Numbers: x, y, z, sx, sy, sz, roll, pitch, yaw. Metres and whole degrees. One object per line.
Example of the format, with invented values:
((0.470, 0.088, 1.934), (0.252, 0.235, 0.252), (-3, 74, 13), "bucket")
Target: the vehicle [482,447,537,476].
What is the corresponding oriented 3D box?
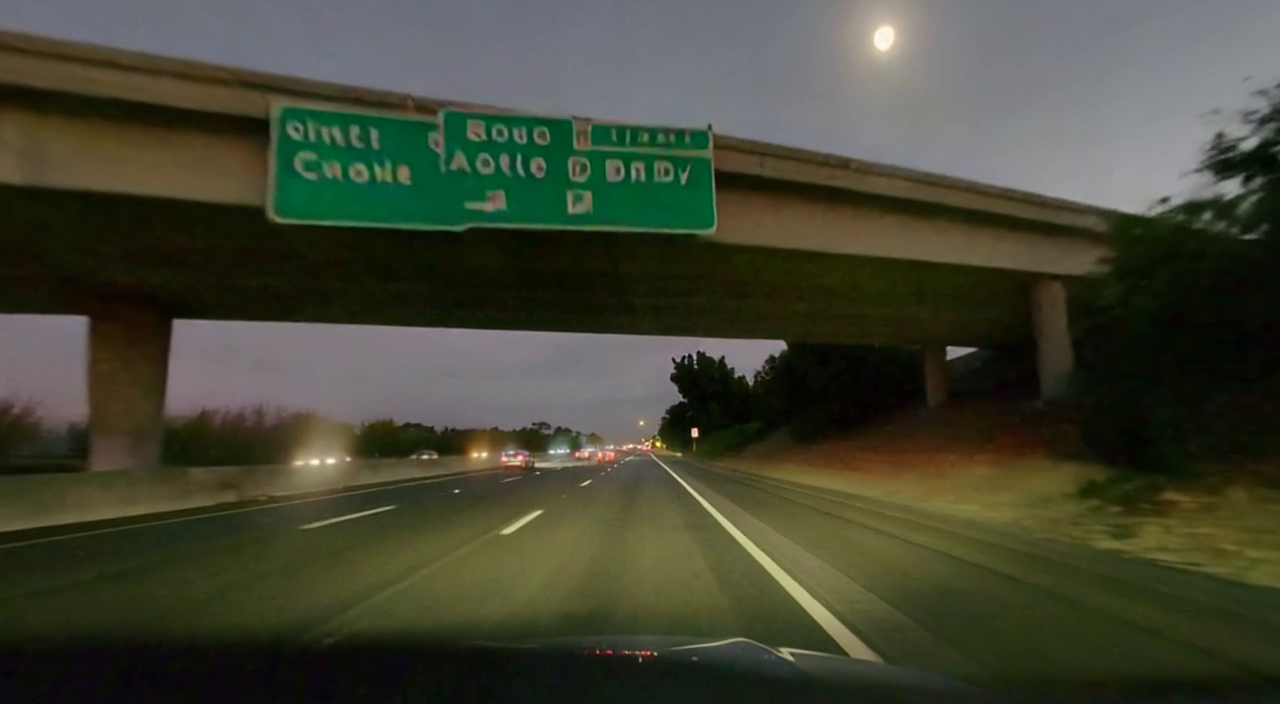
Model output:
((-7.243, 6.113, 35.391), (2.002, 1.507, 4.631), (0, -9, 1), "vehicle")
